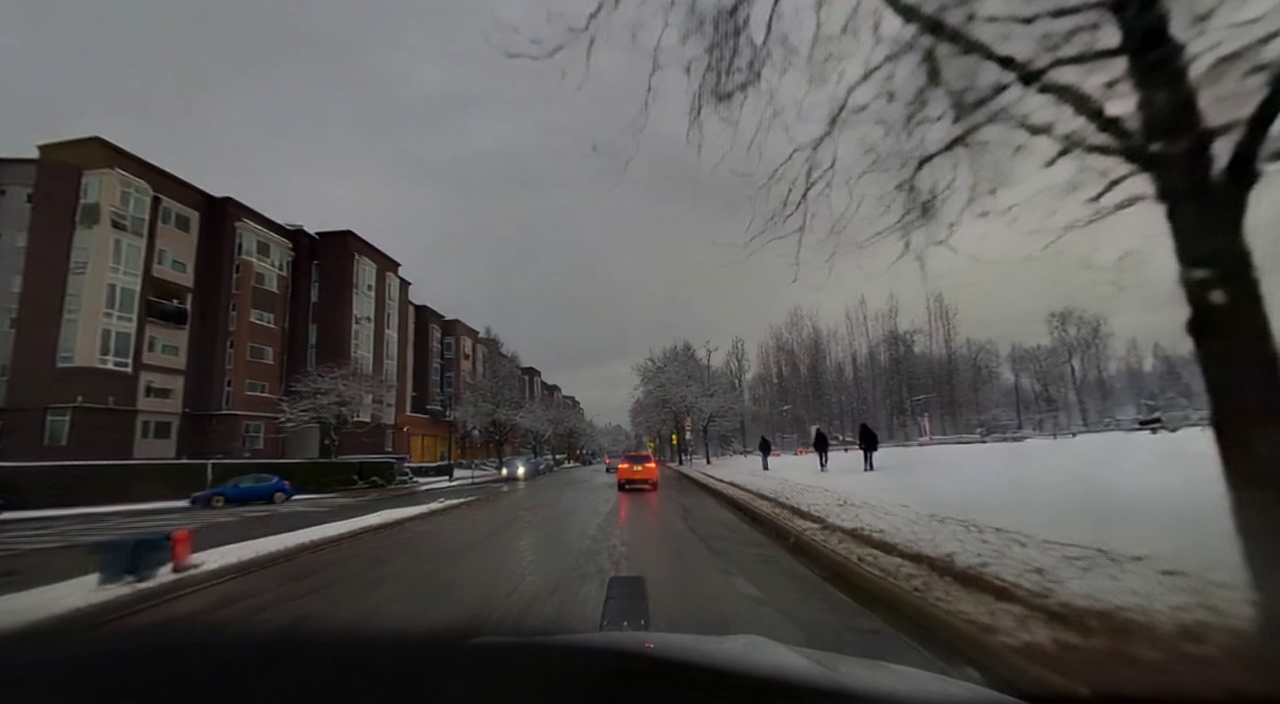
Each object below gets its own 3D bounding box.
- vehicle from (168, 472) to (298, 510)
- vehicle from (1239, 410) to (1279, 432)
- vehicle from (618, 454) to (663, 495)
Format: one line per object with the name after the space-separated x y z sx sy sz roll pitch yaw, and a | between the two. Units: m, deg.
-18.935 6.416 29.475 2.116 1.409 4.607 -8 -12 43 | vehicle
49.230 5.363 48.801 4.294 1.638 1.998 2 -9 -15 | vehicle
0.034 4.431 22.945 1.559 1.351 2.452 -1 -10 1 | vehicle
